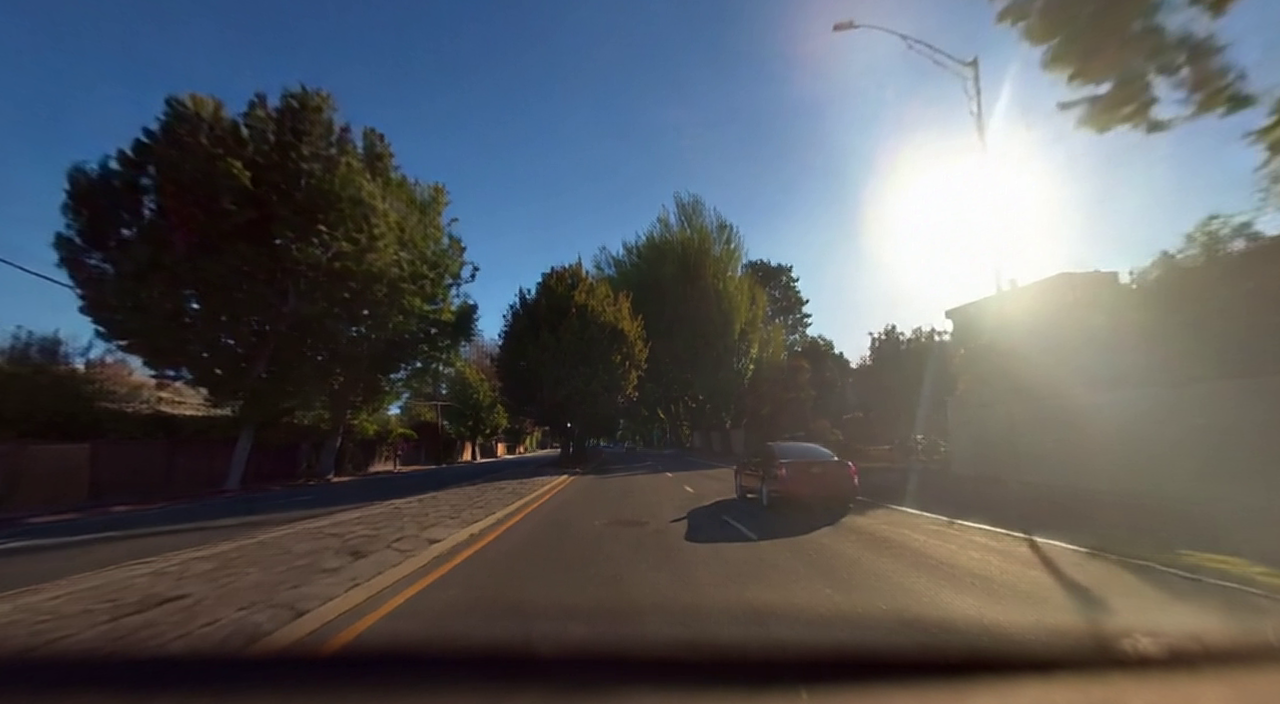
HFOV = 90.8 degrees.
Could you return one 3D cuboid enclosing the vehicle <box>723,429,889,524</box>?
[{"bbox_3d":[2.996,2.354,12.478,1.985,1.529,4.316,0,-8,-2],"label":"vehicle"}]
